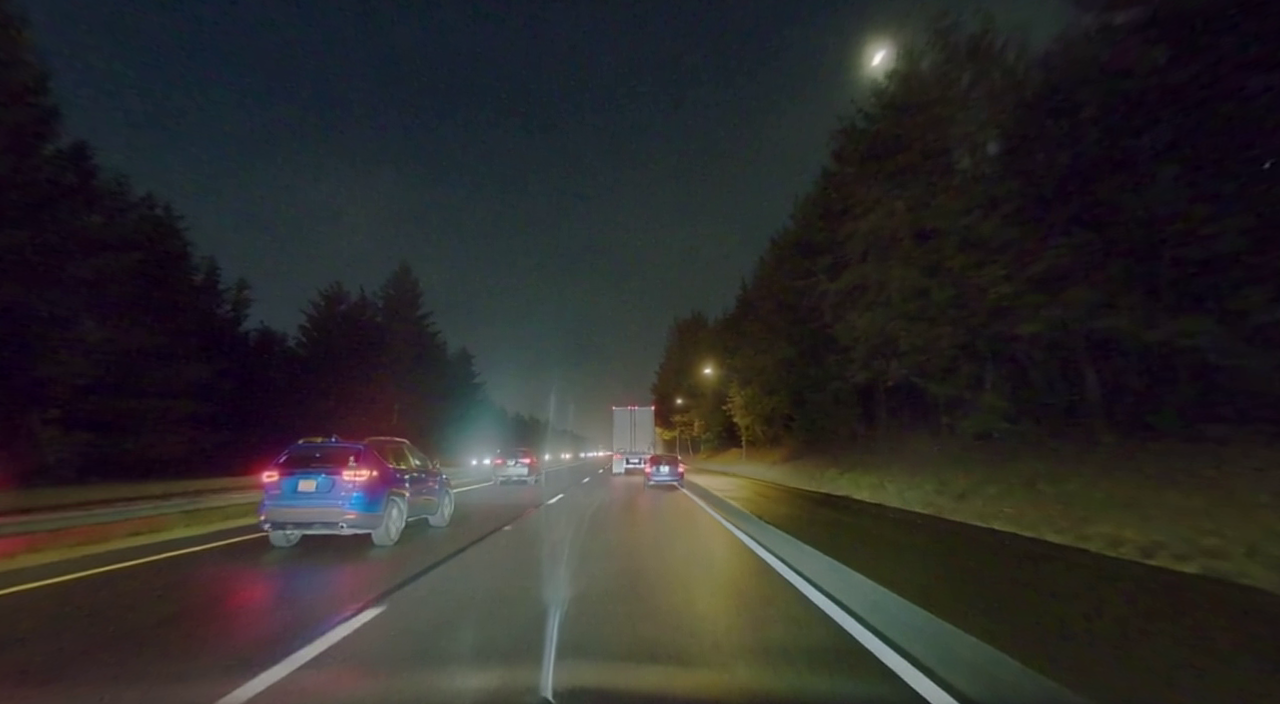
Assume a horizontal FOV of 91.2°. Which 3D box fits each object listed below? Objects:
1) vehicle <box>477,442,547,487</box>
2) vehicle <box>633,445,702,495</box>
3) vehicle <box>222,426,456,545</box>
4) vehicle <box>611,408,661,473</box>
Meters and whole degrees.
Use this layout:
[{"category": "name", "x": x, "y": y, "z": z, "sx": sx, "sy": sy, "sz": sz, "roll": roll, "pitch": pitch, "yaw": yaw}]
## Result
[{"category": "vehicle", "x": -5.182, "y": 4.616, "z": 25.959, "sx": 2.035, "sy": 1.664, "sz": 4.064, "roll": 0, "pitch": -9, "yaw": 0}, {"category": "vehicle", "x": 0.824, "y": 3.943, "z": 21.318, "sx": 2.026, "sy": 1.489, "sz": 4.045, "roll": 0, "pitch": -9, "yaw": -2}, {"category": "vehicle", "x": -4.924, "y": 2.230, "z": 11.083, "sx": 2.100, "sy": 1.671, "sz": 4.105, "roll": 0, "pitch": -9, "yaw": 0}, {"category": "vehicle", "x": -0.520, "y": 6.383, "z": 44.857, "sx": 3.113, "sy": 4.066, "sz": 10.786, "roll": 0, "pitch": -9, "yaw": -3}]
